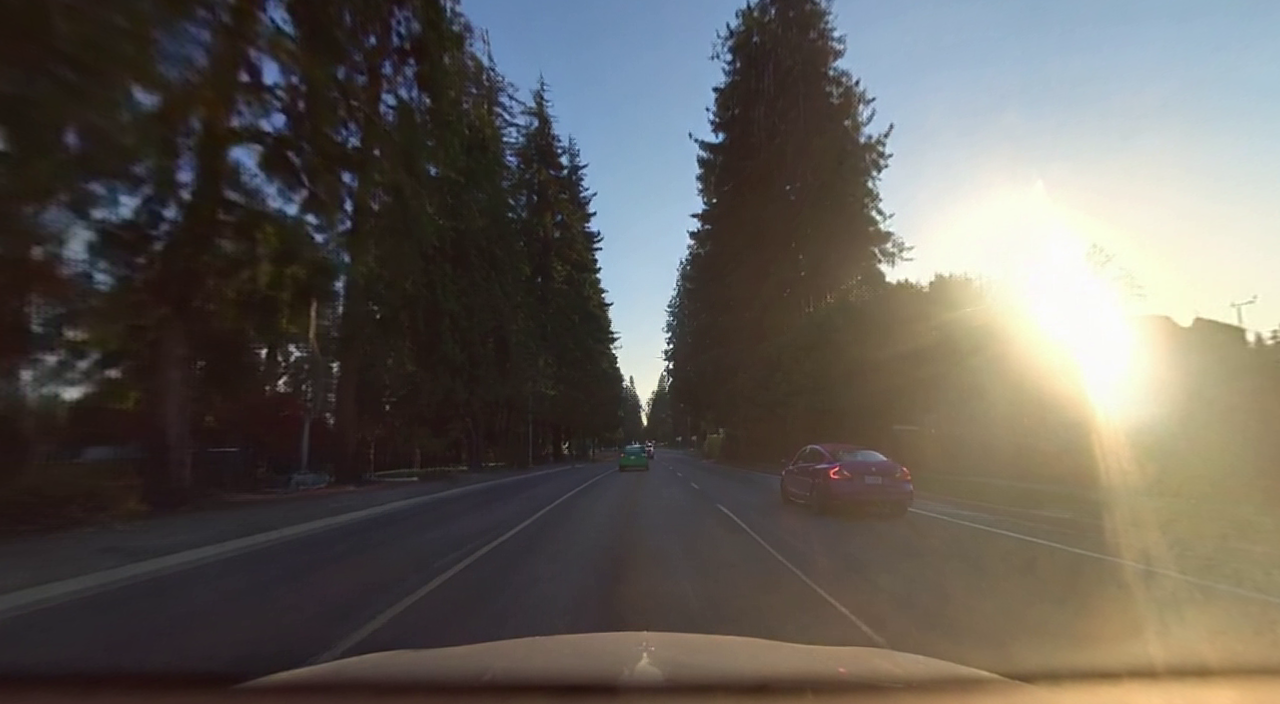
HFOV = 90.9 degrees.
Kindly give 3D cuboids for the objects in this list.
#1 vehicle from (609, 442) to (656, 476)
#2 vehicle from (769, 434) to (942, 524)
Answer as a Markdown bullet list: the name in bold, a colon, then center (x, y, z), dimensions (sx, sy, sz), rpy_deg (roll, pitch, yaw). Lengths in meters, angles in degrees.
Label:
- **vehicle**: center (-0.337, 5.378, 32.126), dimensions (2.206, 1.525, 4.695), rpy_deg (-1, -8, 1)
- **vehicle**: center (4.113, 2.463, 12.956), dimensions (1.943, 1.471, 4.515), rpy_deg (-1, -8, 0)
